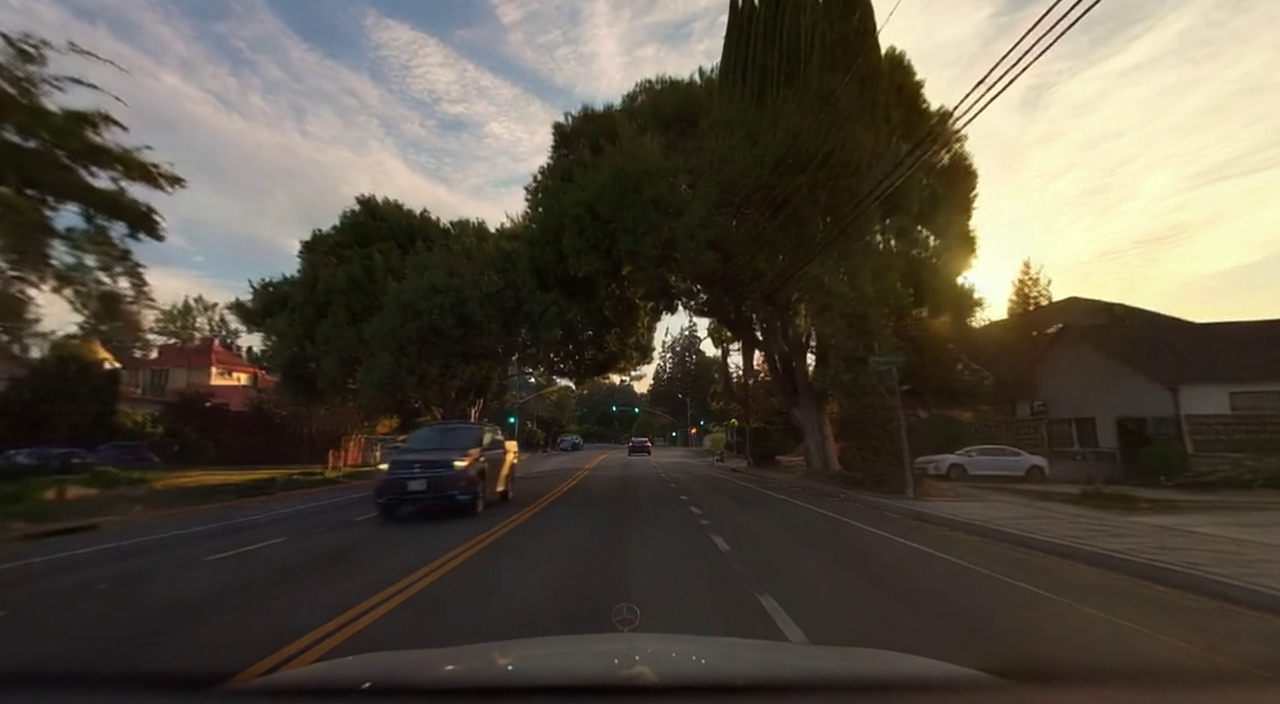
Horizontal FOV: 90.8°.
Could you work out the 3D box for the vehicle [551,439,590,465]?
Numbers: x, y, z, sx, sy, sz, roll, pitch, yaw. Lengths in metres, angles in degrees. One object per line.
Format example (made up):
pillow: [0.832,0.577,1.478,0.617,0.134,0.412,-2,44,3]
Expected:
vehicle: [-4.565,6.636,42.024,2.105,1.663,4.523,0,-9,-1]

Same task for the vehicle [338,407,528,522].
vehicle: [-4.162,2.405,13.982,2.429,1.953,5.345,-2,-9,0]

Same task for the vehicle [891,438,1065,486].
vehicle: [11.052,3.606,20.900,4.697,1.462,1.881,0,-8,-2]

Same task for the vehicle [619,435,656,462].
vehicle: [-0.121,7.255,47.585,2.554,1.902,5.329,0,-9,2]
